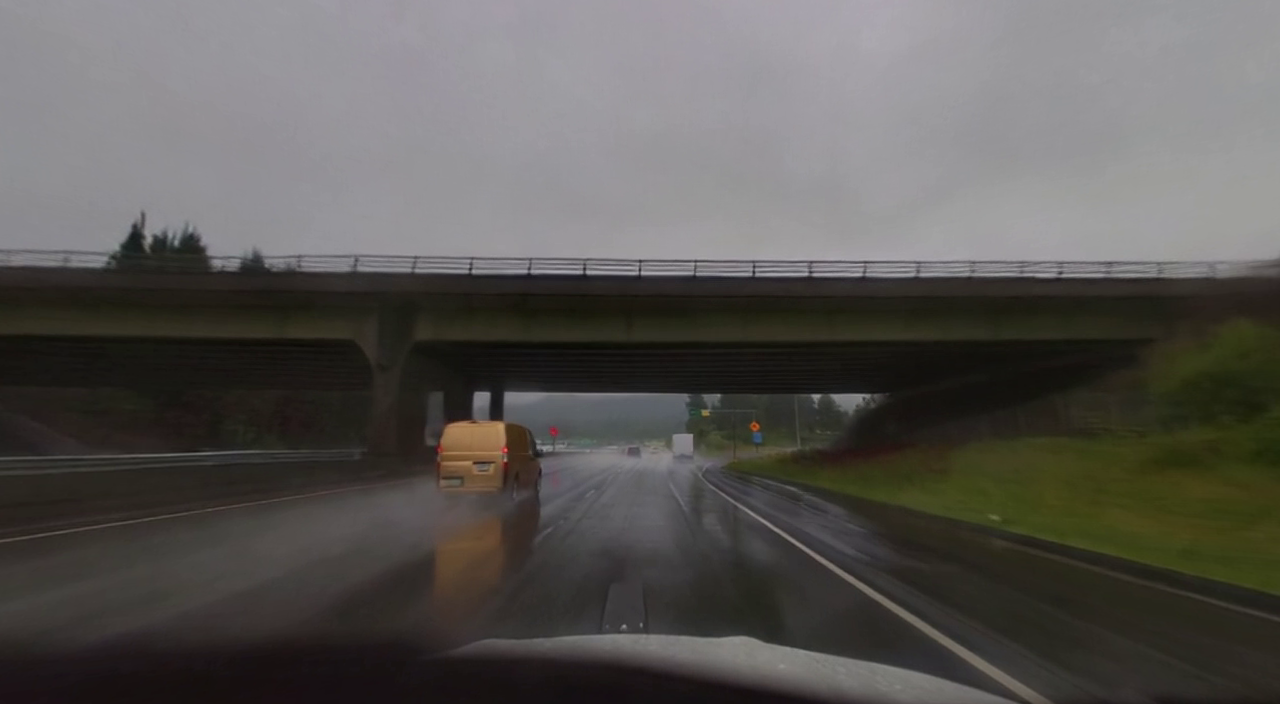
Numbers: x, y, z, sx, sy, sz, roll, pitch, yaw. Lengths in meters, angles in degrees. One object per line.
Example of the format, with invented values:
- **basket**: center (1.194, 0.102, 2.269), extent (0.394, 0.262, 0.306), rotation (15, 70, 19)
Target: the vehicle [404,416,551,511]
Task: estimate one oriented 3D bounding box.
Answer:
- **vehicle**: center (-3.663, 2.667, 15.383), extent (2.167, 1.929, 5.037), rotation (0, -9, 1)
